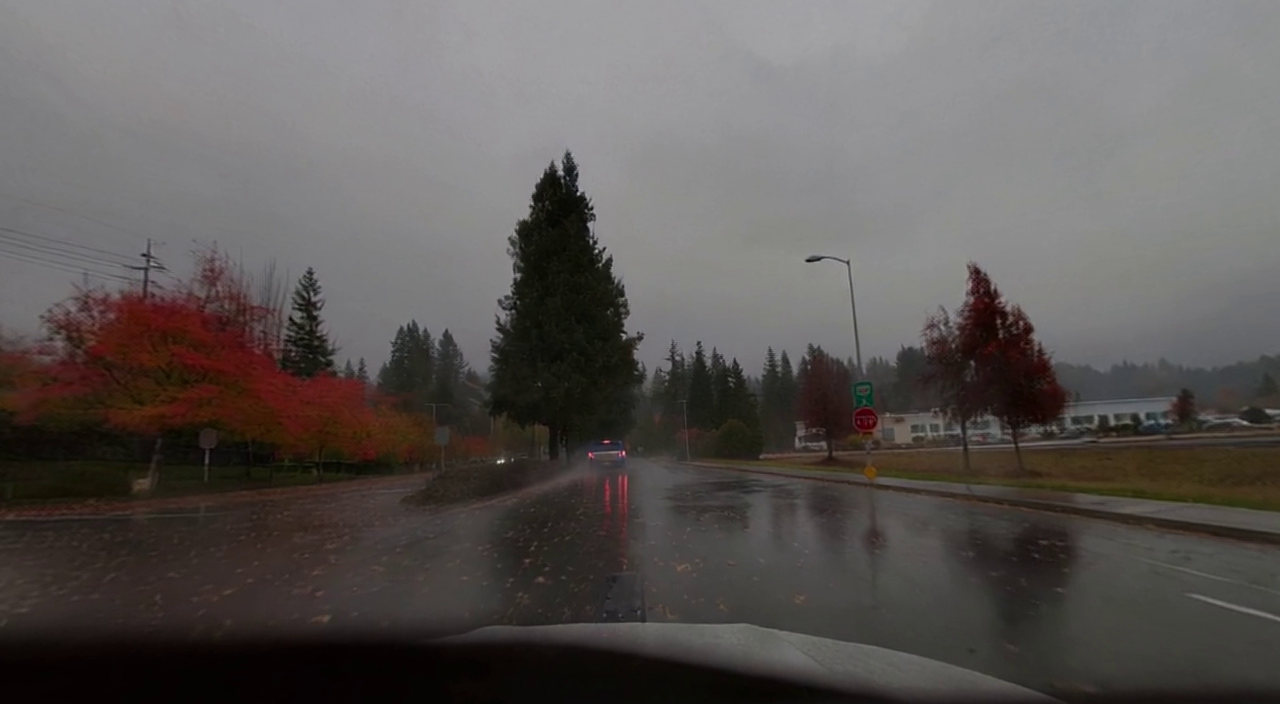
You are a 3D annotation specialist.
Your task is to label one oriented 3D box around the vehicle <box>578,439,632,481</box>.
[{"bbox_3d":[-1.733,5.681,33.425,2.284,2.012,5.607,-1,-9,3],"label":"vehicle"}]
